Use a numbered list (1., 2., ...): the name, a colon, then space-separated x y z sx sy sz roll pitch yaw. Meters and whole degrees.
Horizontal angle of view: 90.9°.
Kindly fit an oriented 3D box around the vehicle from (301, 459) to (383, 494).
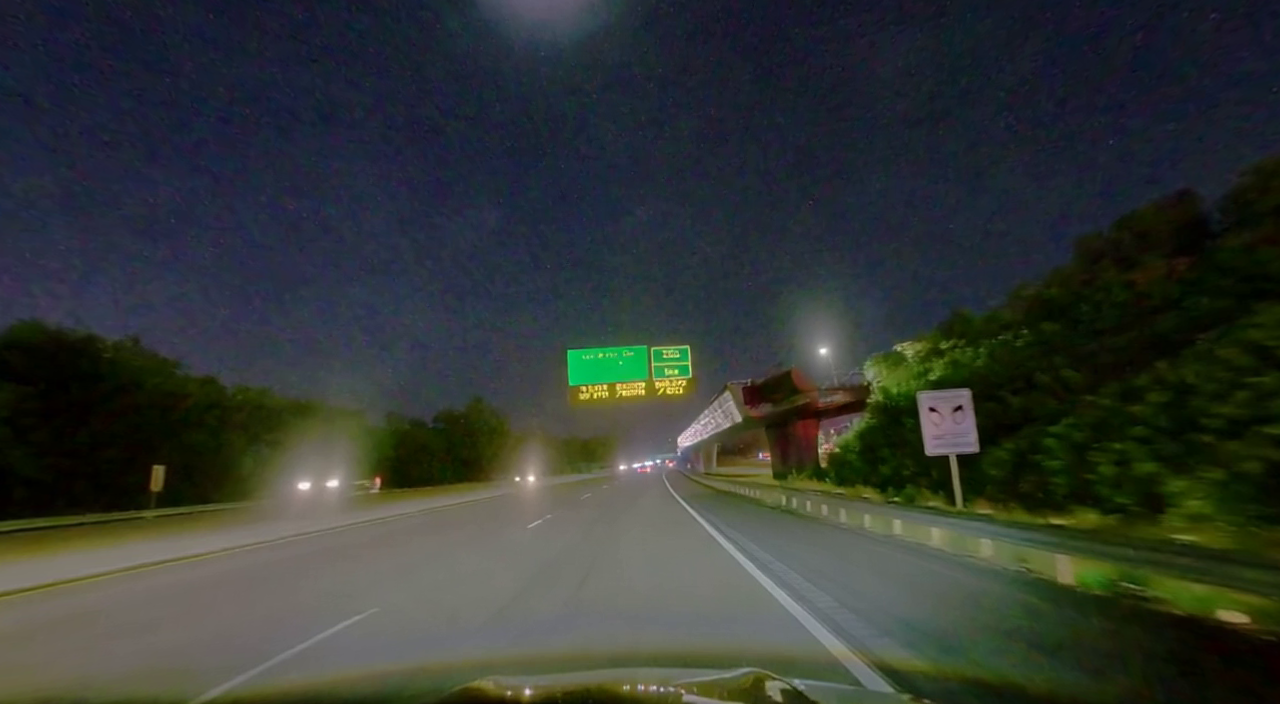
1. vehicle: -15.641 6.556 33.328 1.940 1.643 4.579 1 -11 2
